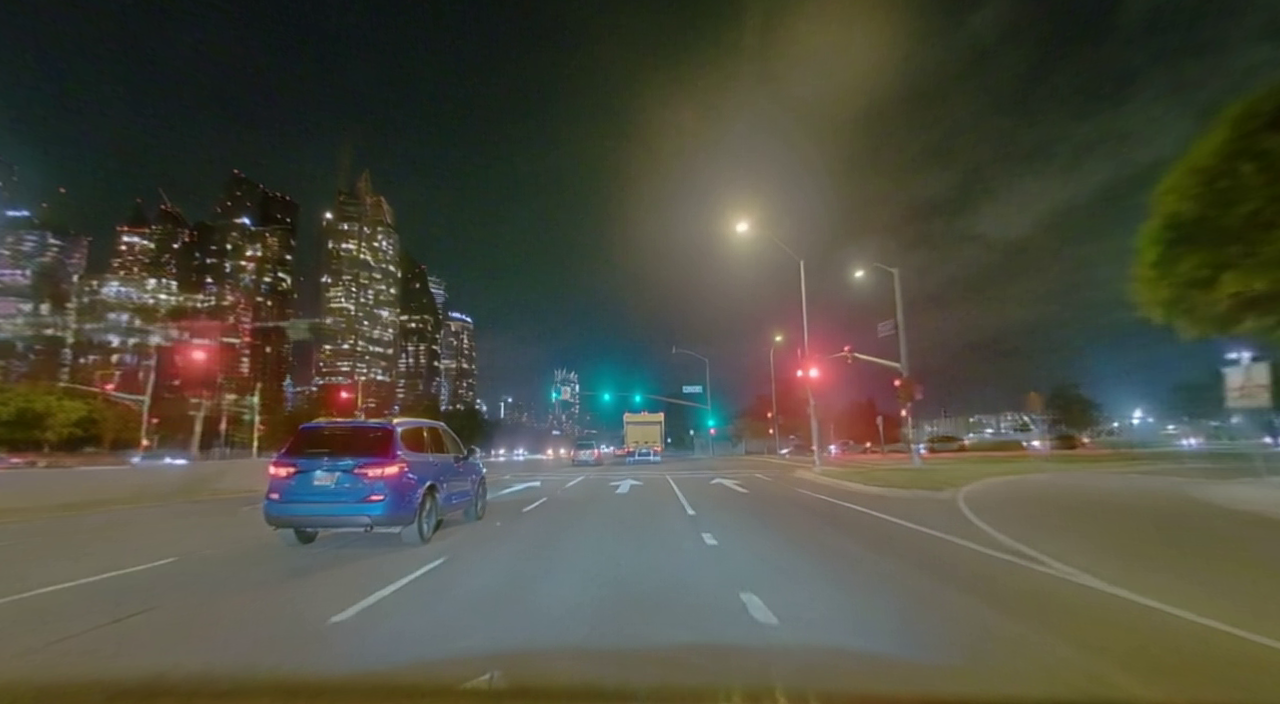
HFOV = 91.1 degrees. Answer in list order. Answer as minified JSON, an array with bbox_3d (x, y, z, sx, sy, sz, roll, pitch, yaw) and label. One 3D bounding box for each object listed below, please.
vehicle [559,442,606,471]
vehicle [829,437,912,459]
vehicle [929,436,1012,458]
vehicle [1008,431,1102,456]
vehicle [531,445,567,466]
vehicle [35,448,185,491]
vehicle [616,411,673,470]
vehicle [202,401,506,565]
[{"bbox_3d":[-3.087,5.715,34.495,2.023,1.483,4.143,0,-9,2],"label":"vehicle"},{"bbox_3d":[16.198,6.788,44.326,4.983,1.511,2.077,0,-9,0],"label":"vehicle"},{"bbox_3d":[23.277,6.742,44.379,4.716,1.494,2.001,0,-9,1],"label":"vehicle"},{"bbox_3d":[31.207,6.907,47.304,5.530,1.827,2.161,0,-9,0],"label":"vehicle"},{"bbox_3d":[-6.610,7.540,45.983,1.933,1.477,4.119,0,-9,1],"label":"vehicle"},{"bbox_3d":[-24.989,5.508,29.975,2.199,1.848,5.628,0,-9,1],"label":"vehicle"},{"bbox_3d":[0.331,5.169,36.487,2.993,3.051,6.692,0,-9,1],"label":"vehicle"},{"bbox_3d":[-3.757,1.834,9.587,2.178,1.826,4.933,0,-9,2],"label":"vehicle"}]
